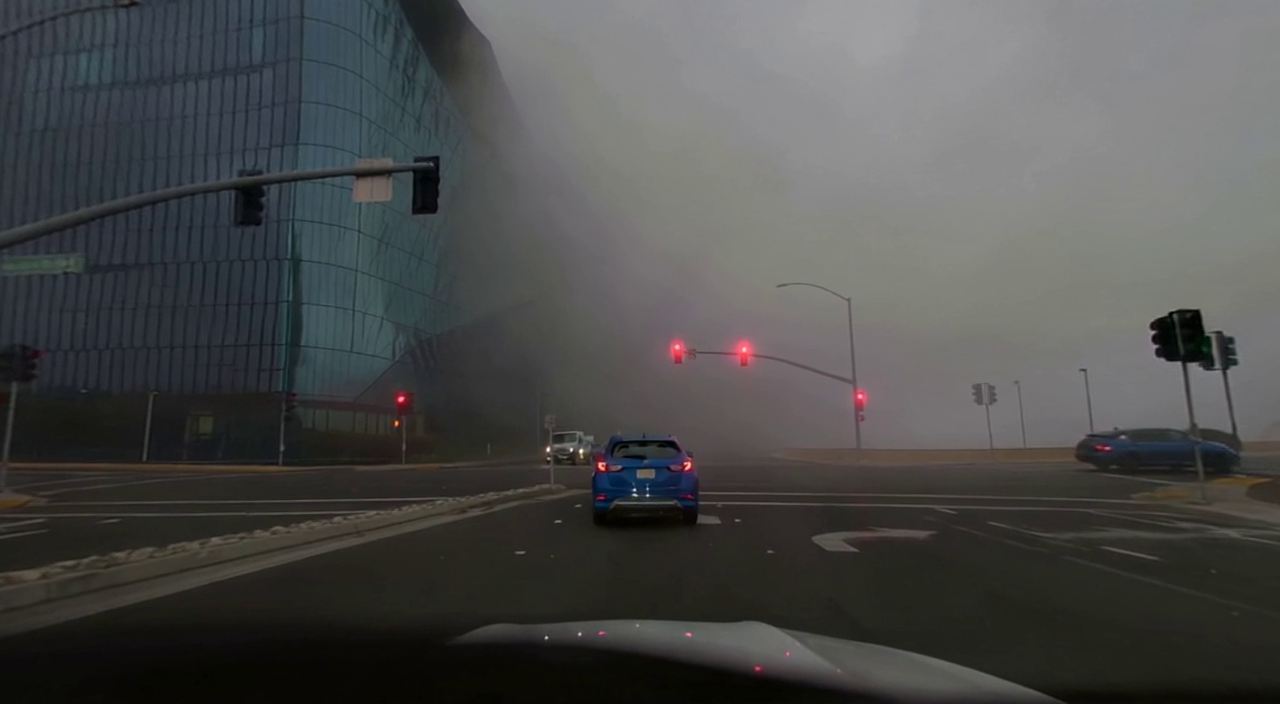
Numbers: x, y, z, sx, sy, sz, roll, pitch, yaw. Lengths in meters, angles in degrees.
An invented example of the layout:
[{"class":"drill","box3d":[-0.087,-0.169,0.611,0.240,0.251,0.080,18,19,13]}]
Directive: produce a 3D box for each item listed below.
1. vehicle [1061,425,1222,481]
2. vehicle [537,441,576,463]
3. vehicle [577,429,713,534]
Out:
[{"class":"vehicle","box3d":[17.401,3.489,21.880,4.739,1.749,2.174,4,-9,-21]},{"class":"vehicle","box3d":[-6.343,7.661,48.297,2.113,1.535,4.504,0,-9,3]},{"class":"vehicle","box3d":[0.188,2.240,11.492,2.014,1.525,4.197,0,-9,3]}]
